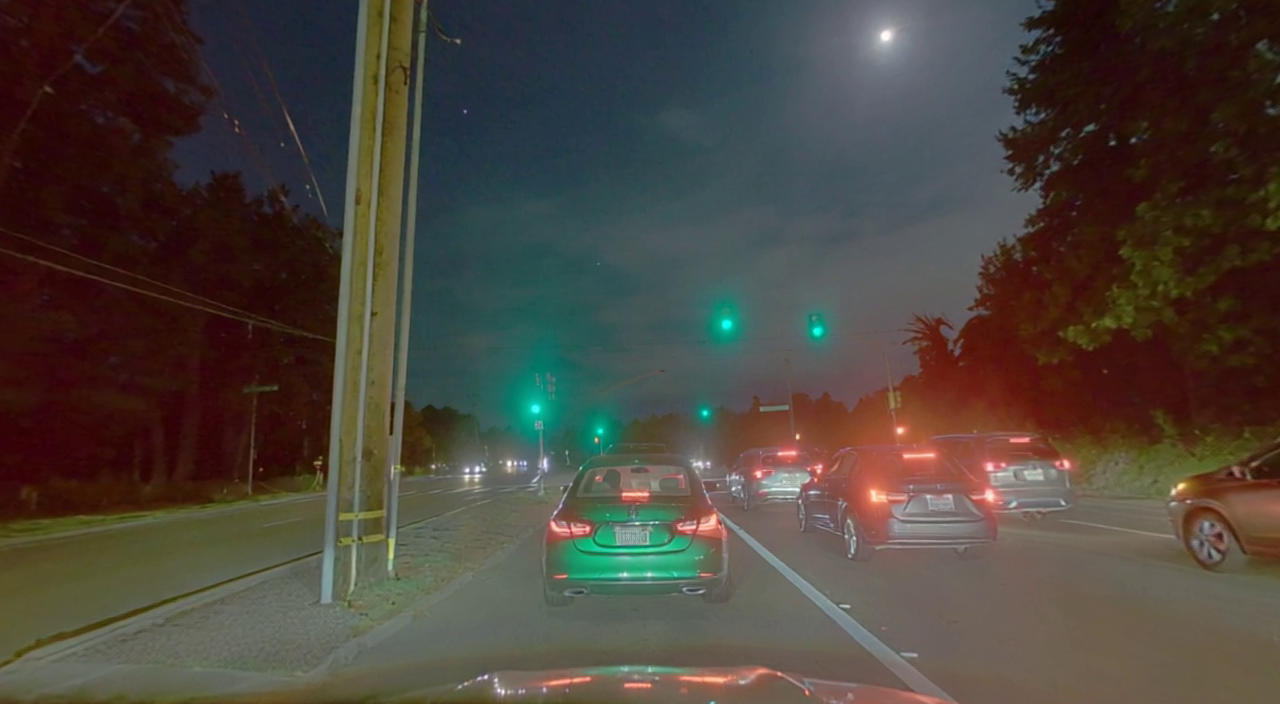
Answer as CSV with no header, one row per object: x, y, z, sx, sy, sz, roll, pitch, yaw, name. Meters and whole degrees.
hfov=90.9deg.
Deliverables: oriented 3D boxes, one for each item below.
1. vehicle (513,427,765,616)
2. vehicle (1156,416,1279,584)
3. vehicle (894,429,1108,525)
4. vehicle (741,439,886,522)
0.013,1.677,7.095,2.015,1.502,3.898,0,-9,1,vehicle
6.937,1.336,5.581,1.783,1.572,3.421,0,-9,1,vehicle
7.025,2.465,12.897,1.923,1.611,4.094,0,-9,0,vehicle
3.538,2.714,13.824,1.934,1.494,4.446,0,-9,0,vehicle
